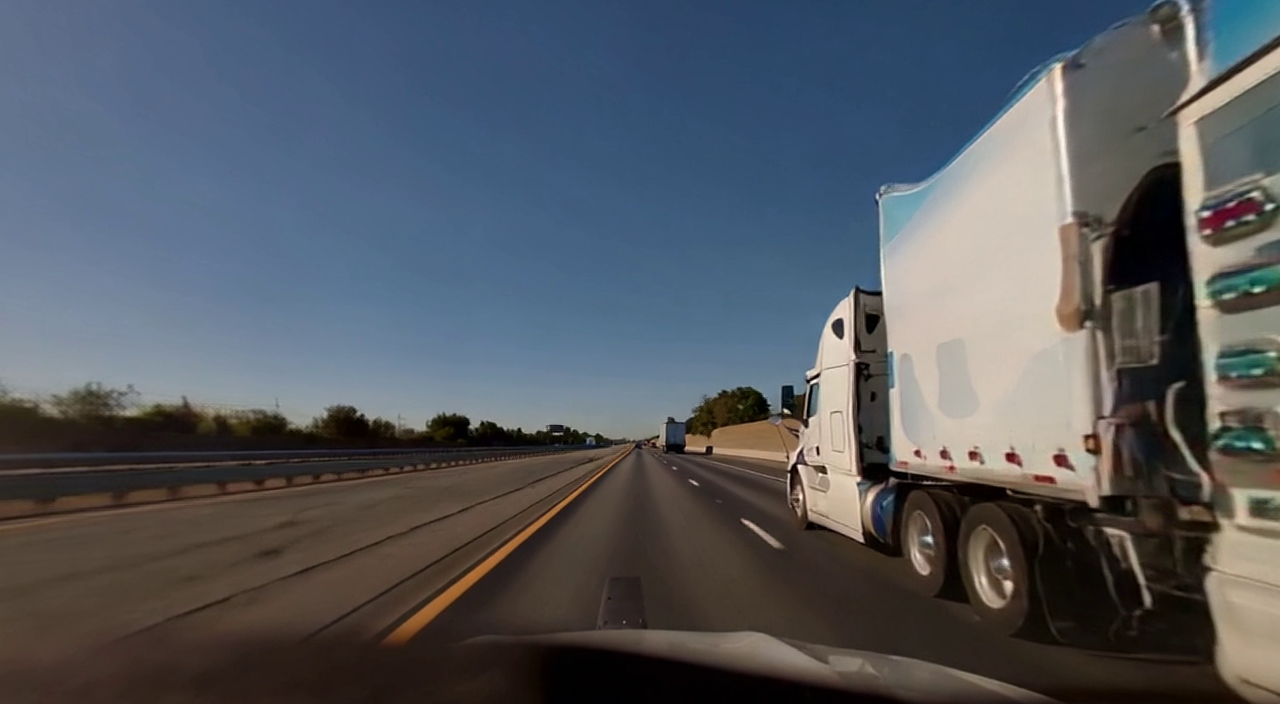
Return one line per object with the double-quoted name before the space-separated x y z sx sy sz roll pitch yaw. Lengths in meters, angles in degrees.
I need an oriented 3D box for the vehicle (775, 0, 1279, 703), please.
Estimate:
"vehicle" 4.043 0.299 6.814 3.080 4.016 9.760 0 -8 1
